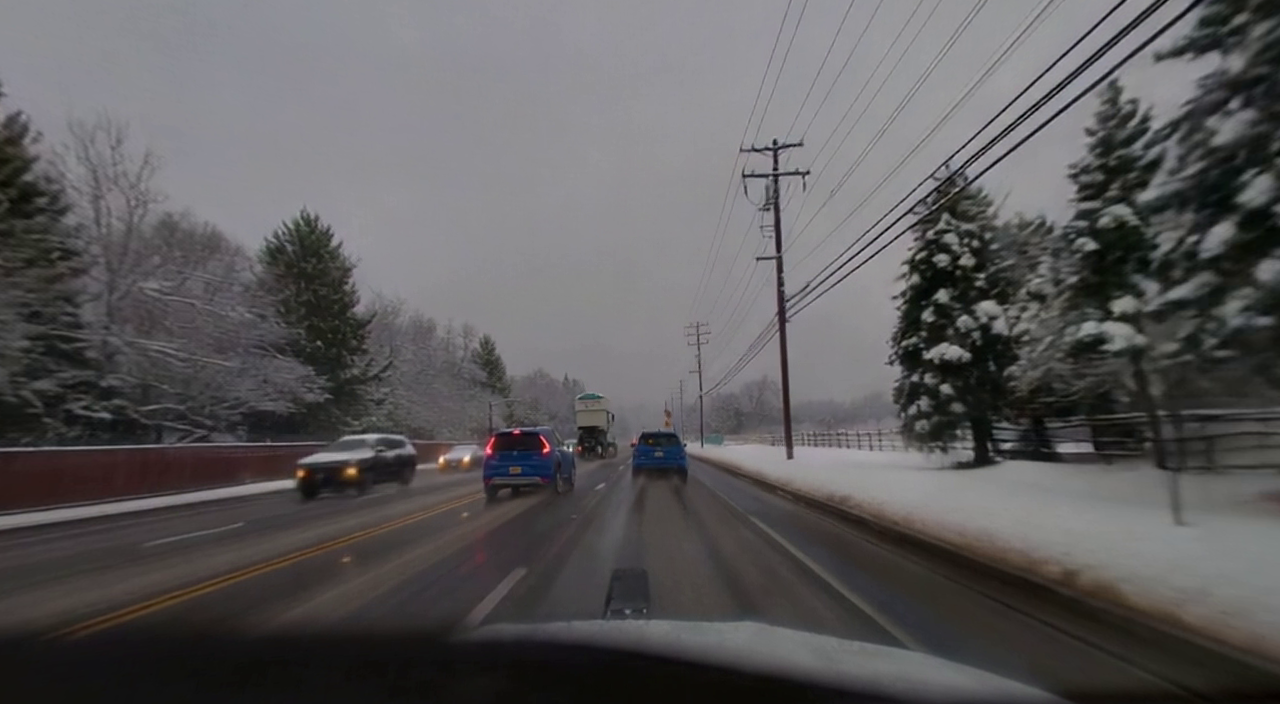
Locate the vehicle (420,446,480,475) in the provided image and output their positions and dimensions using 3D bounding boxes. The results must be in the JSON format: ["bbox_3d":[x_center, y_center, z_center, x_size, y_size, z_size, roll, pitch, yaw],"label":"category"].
[{"bbox_3d":[-11.242,6.423,37.659,2.077,1.638,4.584,0,-8,1],"label":"vehicle"}]

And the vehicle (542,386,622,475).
[{"bbox_3d":[-2.548,4.038,31.627,2.928,3.658,10.953,0,-8,0],"label":"vehicle"}]

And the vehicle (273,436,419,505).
[{"bbox_3d":[-8.358,3.390,18.514,2.020,1.741,4.602,0,-8,1],"label":"vehicle"}]

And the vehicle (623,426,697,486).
[{"bbox_3d":[0.627,3.372,20.641,2.174,1.749,4.113,0,-8,1],"label":"vehicle"}]

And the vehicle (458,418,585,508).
[{"bbox_3d":[-2.643,2.630,15.308,2.093,1.832,4.508,0,-8,2],"label":"vehicle"}]
